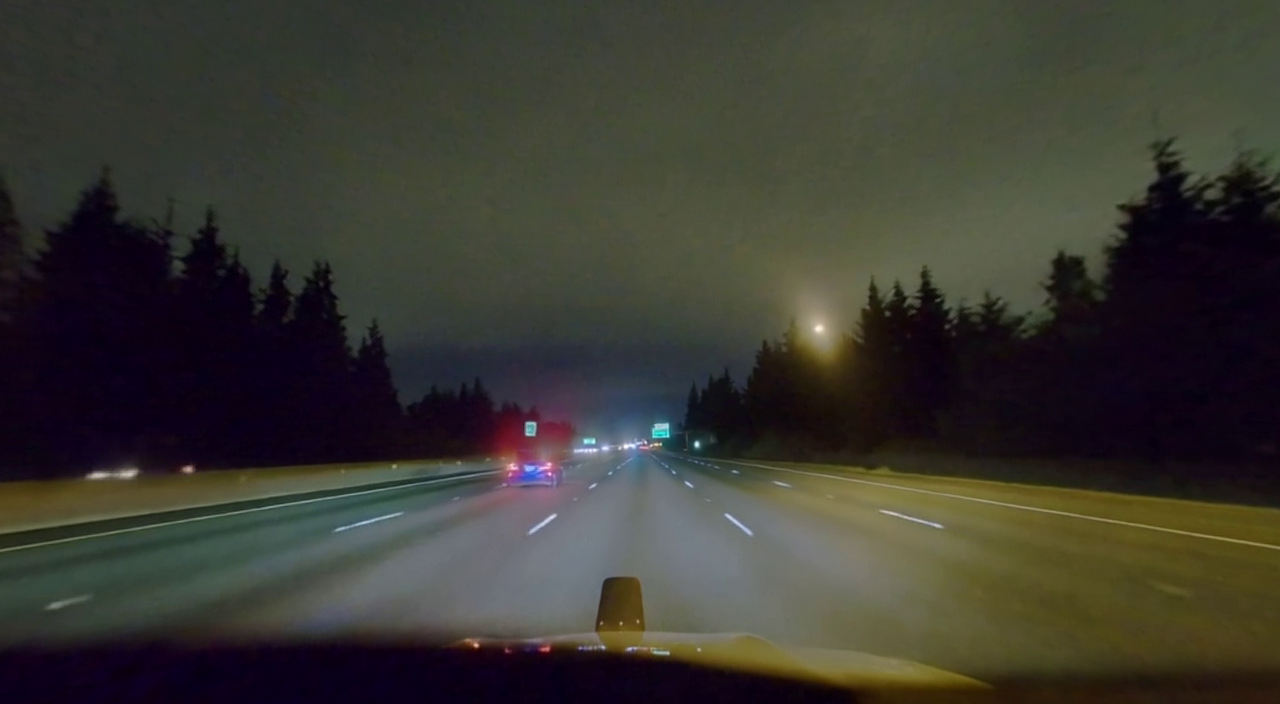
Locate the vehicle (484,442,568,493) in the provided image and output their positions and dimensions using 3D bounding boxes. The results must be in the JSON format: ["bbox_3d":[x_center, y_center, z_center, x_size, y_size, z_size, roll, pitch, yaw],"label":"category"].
[{"bbox_3d":[-3.703,3.837,21.313,1.979,1.521,4.147,0,-9,1],"label":"vehicle"}]

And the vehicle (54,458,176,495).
[{"bbox_3d":[-23.474,5.565,28.456,1.906,1.473,4.145,0,-9,0],"label":"vehicle"}]
